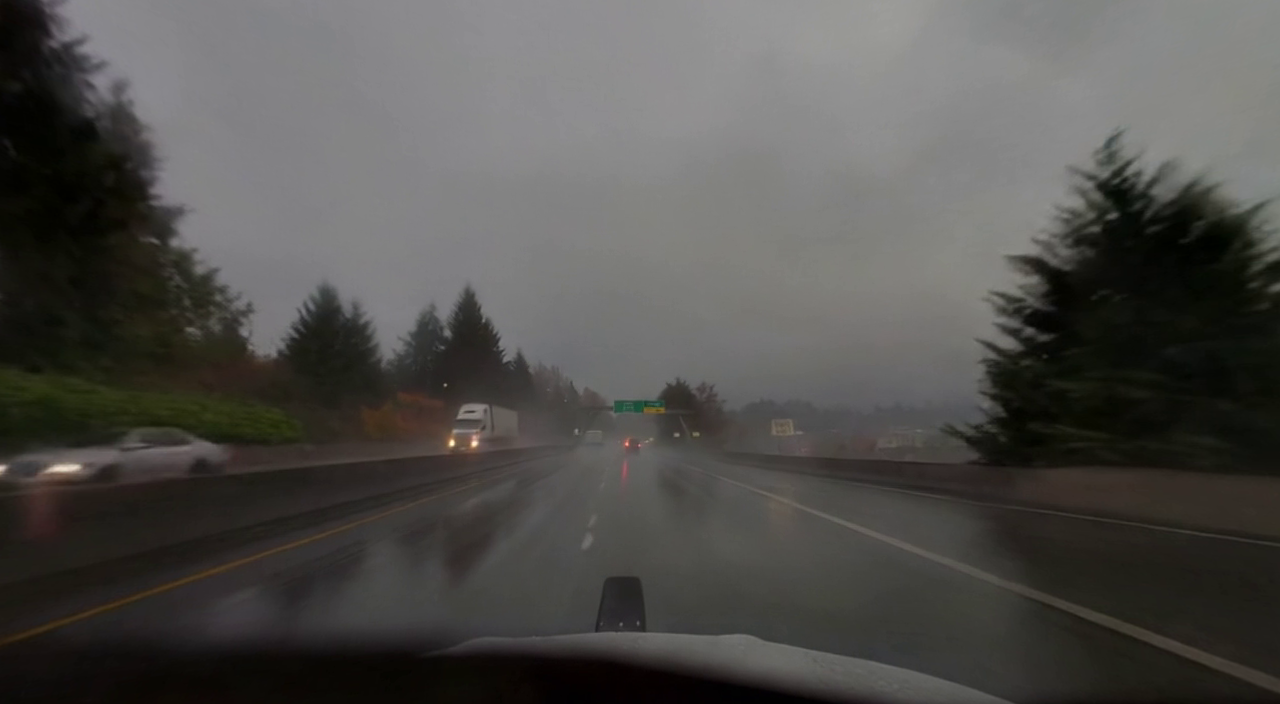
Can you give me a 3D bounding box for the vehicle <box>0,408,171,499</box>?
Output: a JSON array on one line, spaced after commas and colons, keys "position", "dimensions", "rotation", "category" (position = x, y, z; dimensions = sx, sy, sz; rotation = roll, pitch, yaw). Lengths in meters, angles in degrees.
[{"position": [-12.662, 2.101, 13.339], "dimensions": [1.984, 1.639, 4.528], "rotation": [0, -8, -1], "category": "vehicle"}]
